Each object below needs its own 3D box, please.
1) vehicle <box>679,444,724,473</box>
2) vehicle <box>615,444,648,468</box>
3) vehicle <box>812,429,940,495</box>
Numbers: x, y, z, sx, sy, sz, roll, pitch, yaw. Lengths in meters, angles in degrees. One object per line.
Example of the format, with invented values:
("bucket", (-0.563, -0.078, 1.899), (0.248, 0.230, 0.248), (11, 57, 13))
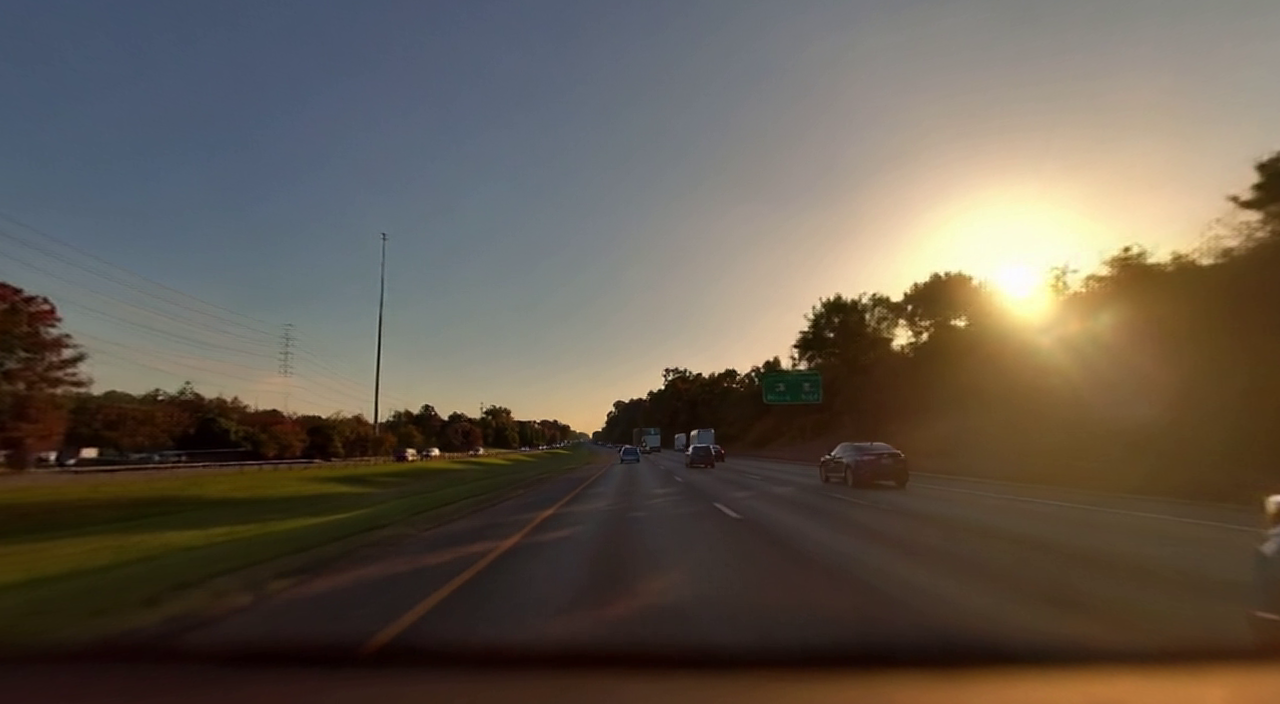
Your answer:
("vehicle", (3.326, 5.837, 35.058), (1.978, 1.488, 4.252), (0, -8, -2))
("vehicle", (-0.556, 6.793, 41.498), (2.085, 1.449, 3.860), (0, -8, -1))
("vehicle", (7.217, 3.405, 19.999), (2.114, 1.800, 4.779), (0, -8, -1))
